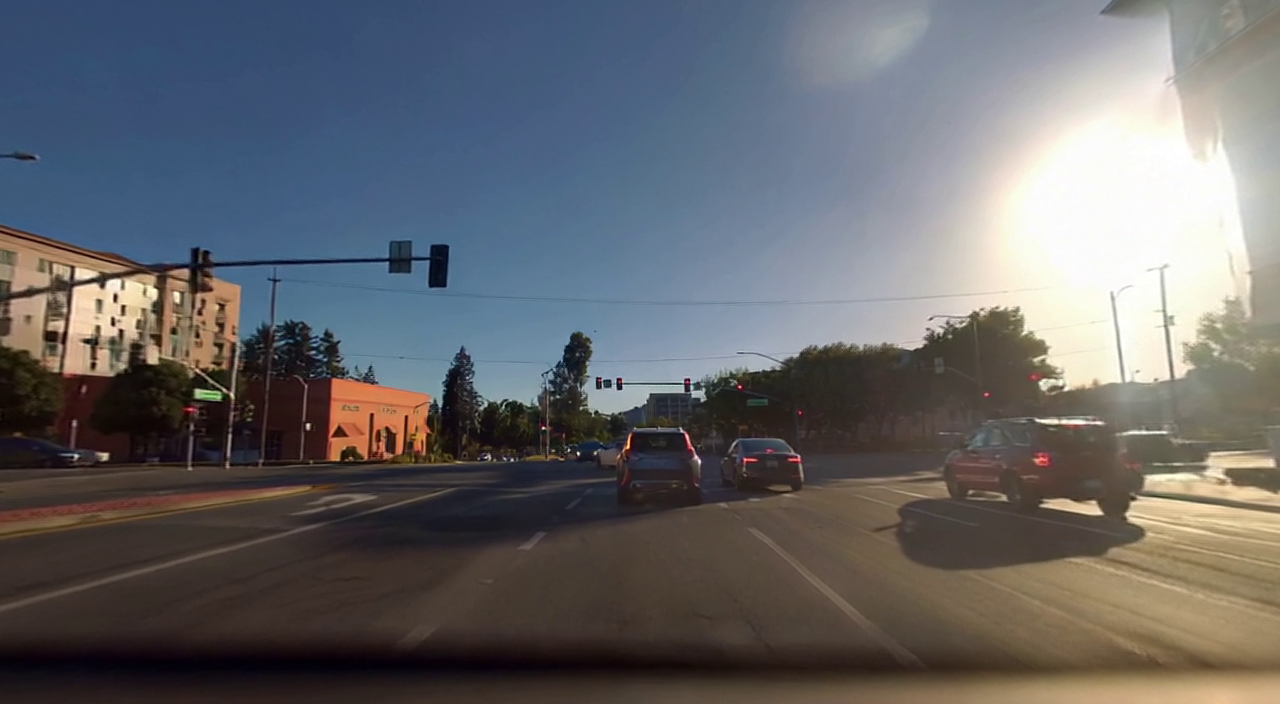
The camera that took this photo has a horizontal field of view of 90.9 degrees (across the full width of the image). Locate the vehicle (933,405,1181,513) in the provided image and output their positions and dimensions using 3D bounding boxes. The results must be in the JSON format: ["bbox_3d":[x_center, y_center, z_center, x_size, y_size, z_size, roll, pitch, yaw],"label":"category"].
[{"bbox_3d":[8.510,2.248,13.634,2.132,1.892,4.851,0,-8,2],"label":"vehicle"}]

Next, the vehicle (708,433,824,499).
[{"bbox_3d":[3.007,2.829,16.031,1.994,1.436,4.169,0,-8,-2],"label":"vehicle"}]

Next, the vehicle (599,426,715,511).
[{"bbox_3d":[0.286,2.446,13.759,2.099,1.516,4.681,0,-8,-1],"label":"vehicle"}]
